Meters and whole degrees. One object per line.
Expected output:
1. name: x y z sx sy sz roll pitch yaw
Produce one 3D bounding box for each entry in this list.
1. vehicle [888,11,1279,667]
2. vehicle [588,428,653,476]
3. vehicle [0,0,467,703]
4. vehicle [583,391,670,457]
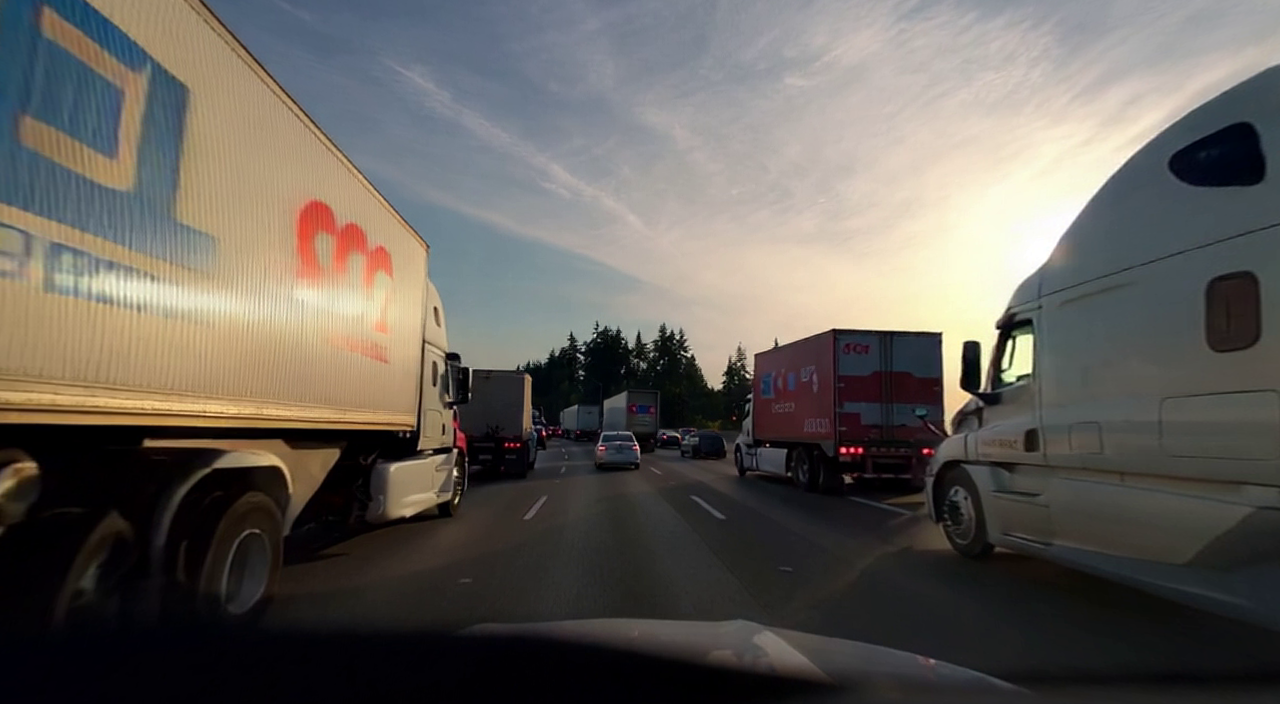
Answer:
1. vehicle: 5.222 -0.022 4.563 2.992 3.986 5.841 3 -8 -22
2. vehicle: -0.826 3.557 22.803 2.060 1.540 4.374 1 -8 -6
3. vehicle: -3.800 0.090 4.657 2.822 3.788 8.799 0 -8 -2
4. vehicle: -1.416 5.394 46.161 2.899 4.112 13.912 2 -8 -16
